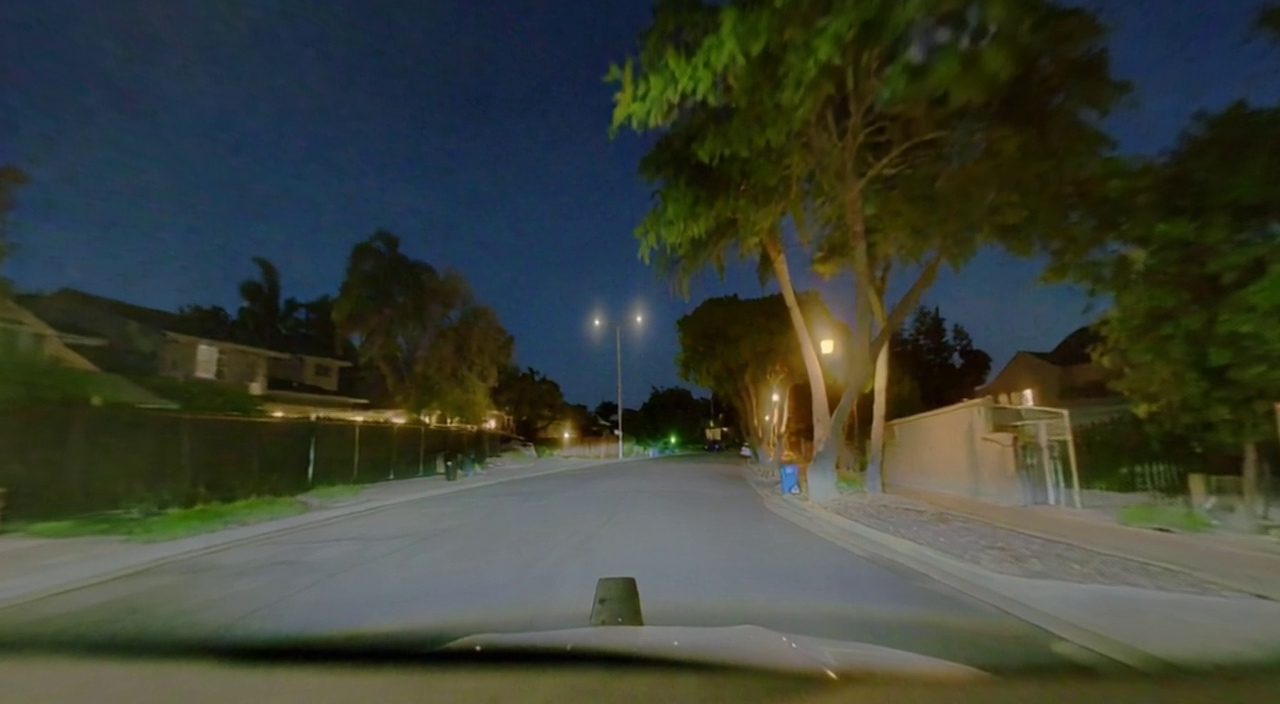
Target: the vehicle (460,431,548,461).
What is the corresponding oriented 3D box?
[{"bbox_3d":[-9.293,6.433,43.426,5.497,1.983,2.191,-1,-8,6],"label":"vehicle"}]
